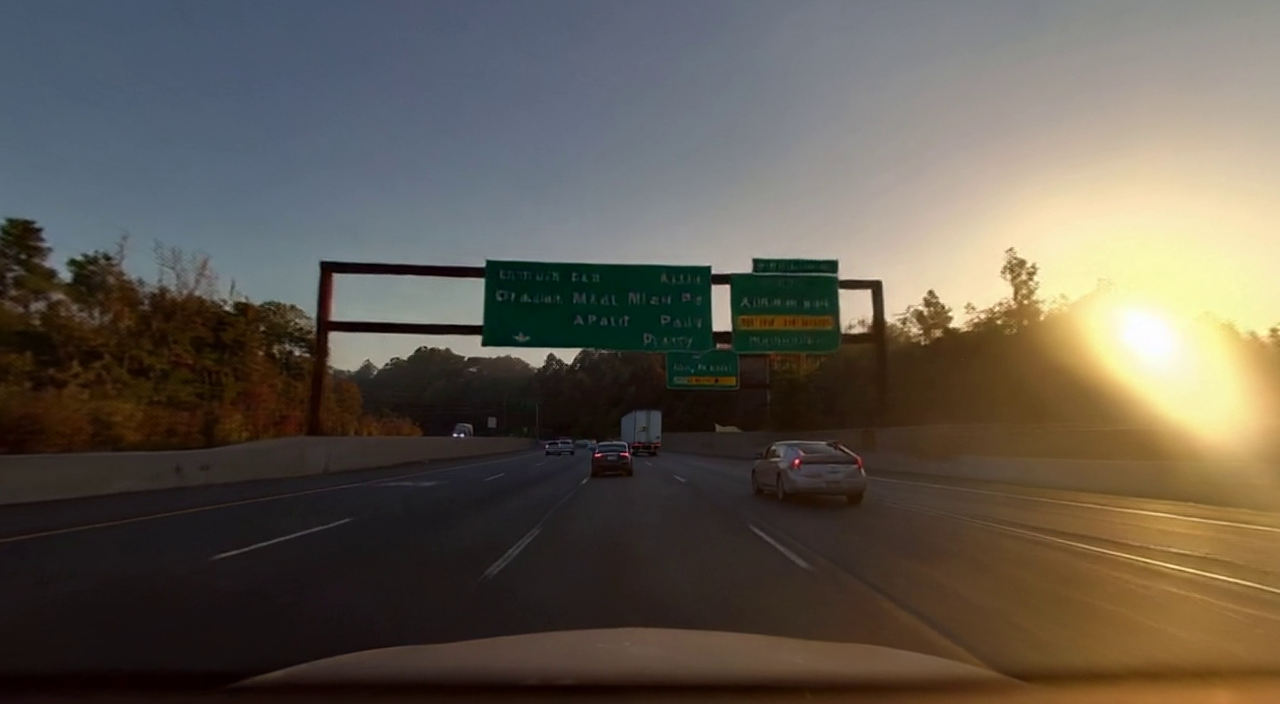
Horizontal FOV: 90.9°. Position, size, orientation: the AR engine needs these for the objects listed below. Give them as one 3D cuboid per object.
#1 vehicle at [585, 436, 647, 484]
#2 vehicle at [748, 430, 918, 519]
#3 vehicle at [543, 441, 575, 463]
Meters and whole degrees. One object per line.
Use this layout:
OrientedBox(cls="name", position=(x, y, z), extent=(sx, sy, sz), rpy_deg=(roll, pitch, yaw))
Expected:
OrientedBox(cls="vehicle", position=(-0.874, 3.861, 22.779), extent=(2.020, 1.516, 3.951), rpy_deg=(0, -9, -2))
OrientedBox(cls="vehicle", position=(3.664, 2.406, 12.914), extent=(1.971, 1.472, 4.301), rpy_deg=(0, -9, -2))
OrientedBox(cls="vehicle", position=(-5.738, 7.124, 45.053), extent=(2.072, 1.512, 4.043), rpy_deg=(0, -9, -4))
